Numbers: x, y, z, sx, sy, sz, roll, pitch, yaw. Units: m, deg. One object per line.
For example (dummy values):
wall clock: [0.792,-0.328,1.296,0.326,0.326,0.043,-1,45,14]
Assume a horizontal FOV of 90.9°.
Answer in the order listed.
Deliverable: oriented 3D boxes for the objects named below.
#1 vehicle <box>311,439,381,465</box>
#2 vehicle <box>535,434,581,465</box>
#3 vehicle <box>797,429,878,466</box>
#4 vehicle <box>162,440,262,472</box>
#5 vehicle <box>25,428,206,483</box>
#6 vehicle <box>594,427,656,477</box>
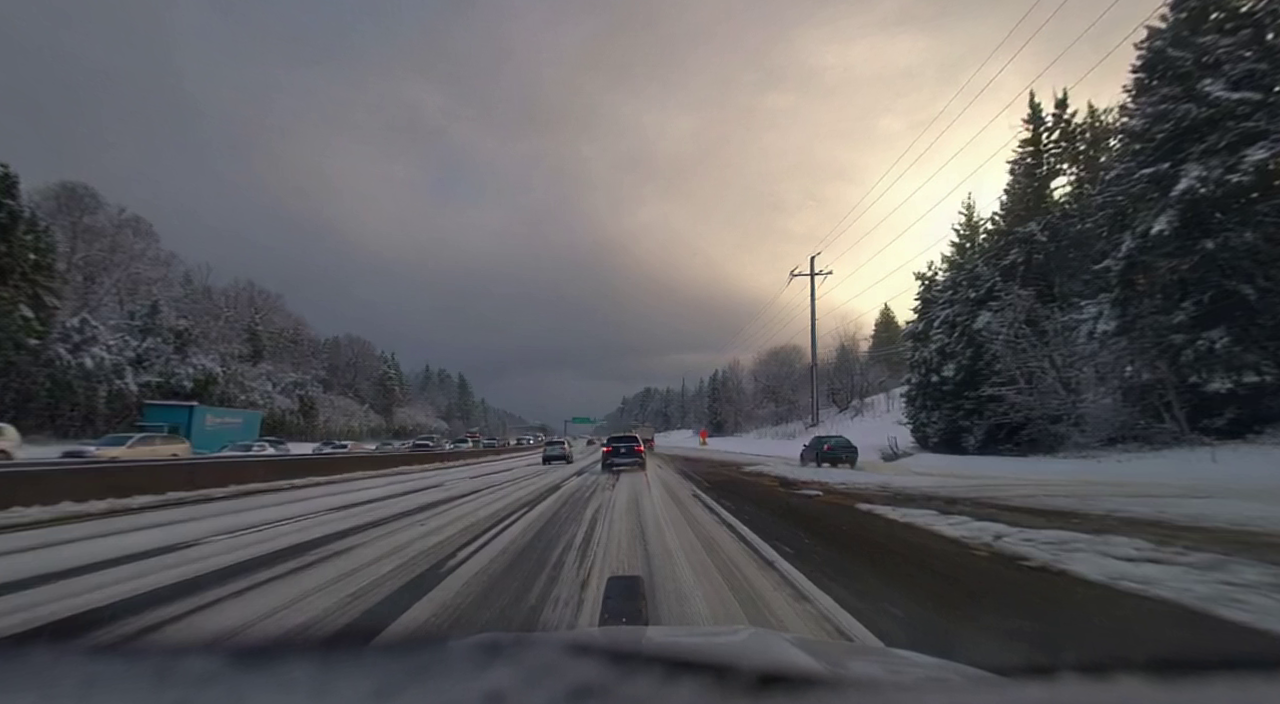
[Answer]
vehicle: [-17.089,5.851,36.963,1.838,1.424,4.575,0,-8,1]
vehicle: [-4.611,5.555,36.072,2.130,1.685,4.341,0,-8,-1]
vehicle: [9.872,4.828,31.986,2.099,1.720,4.829,1,-8,-7]
vehicle: [-20.510,4.969,30.487,1.759,1.415,4.489,0,-8,-1]
vehicle: [-16.537,3.280,20.281,1.913,1.534,4.524,0,-8,0]
vehicle: [-0.558,3.878,24.736,2.192,1.769,4.287,0,-8,-1]
